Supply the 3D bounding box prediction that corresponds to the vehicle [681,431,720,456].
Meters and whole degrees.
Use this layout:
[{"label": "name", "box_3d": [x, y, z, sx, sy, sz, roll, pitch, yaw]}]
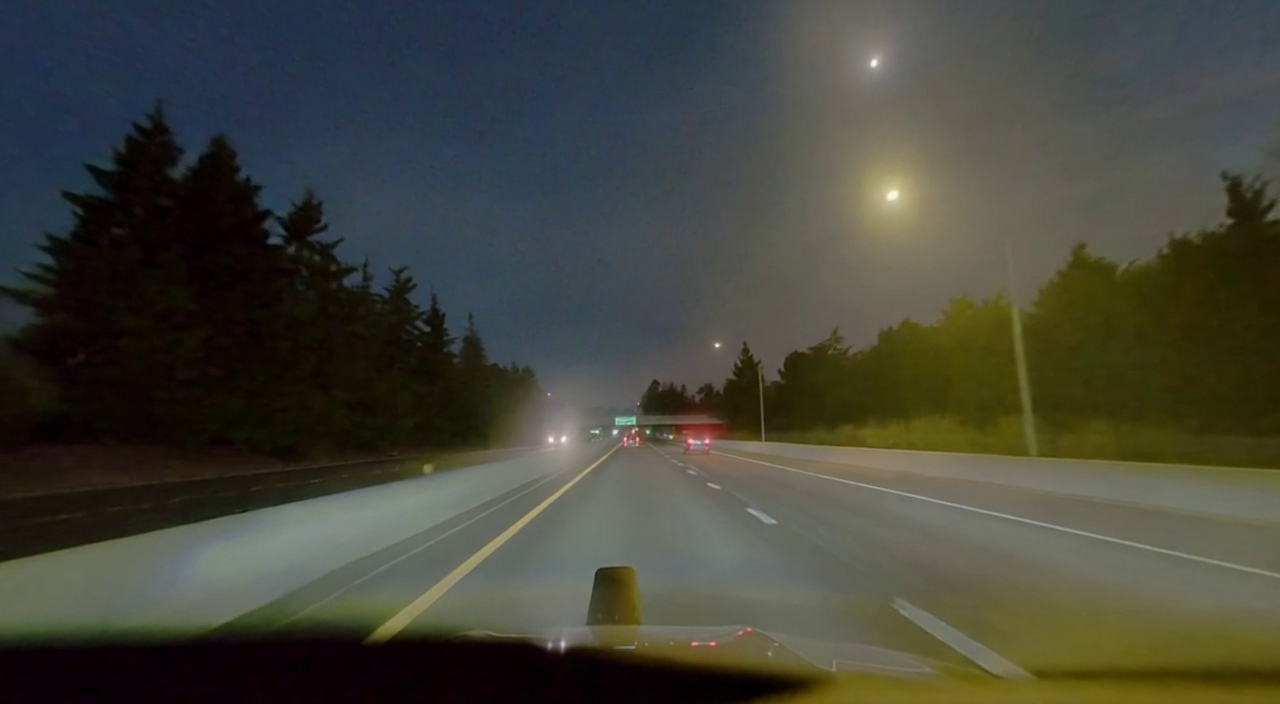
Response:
[{"label": "vehicle", "box_3d": [3.927, 6.030, 41.669, 2.010, 1.526, 4.438, 0, -8, -2]}]
